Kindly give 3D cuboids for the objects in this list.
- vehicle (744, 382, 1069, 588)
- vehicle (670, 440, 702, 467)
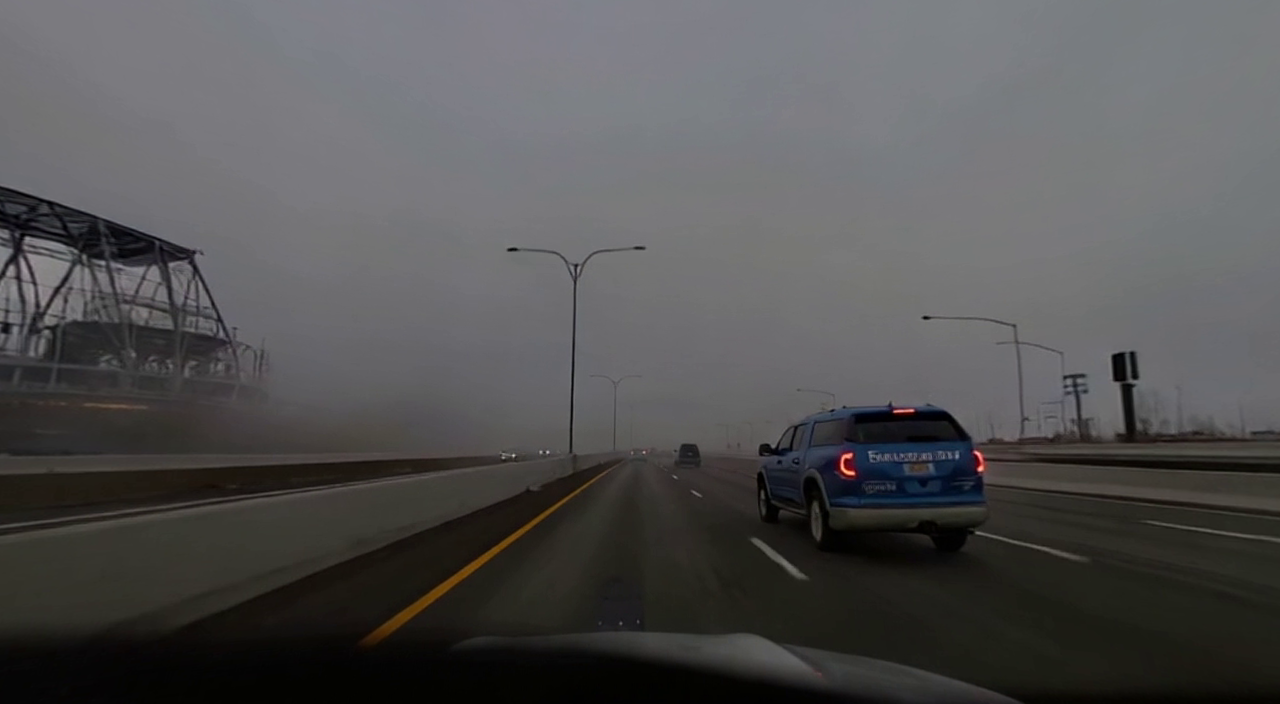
[{"bbox_3d":[3.018,1.660,8.720,2.199,2.002,4.970,0,-9,-1],"label":"vehicle"},{"bbox_3d":[3.243,7.295,45.519,1.973,1.774,4.092,0,-9,-1],"label":"vehicle"}]
